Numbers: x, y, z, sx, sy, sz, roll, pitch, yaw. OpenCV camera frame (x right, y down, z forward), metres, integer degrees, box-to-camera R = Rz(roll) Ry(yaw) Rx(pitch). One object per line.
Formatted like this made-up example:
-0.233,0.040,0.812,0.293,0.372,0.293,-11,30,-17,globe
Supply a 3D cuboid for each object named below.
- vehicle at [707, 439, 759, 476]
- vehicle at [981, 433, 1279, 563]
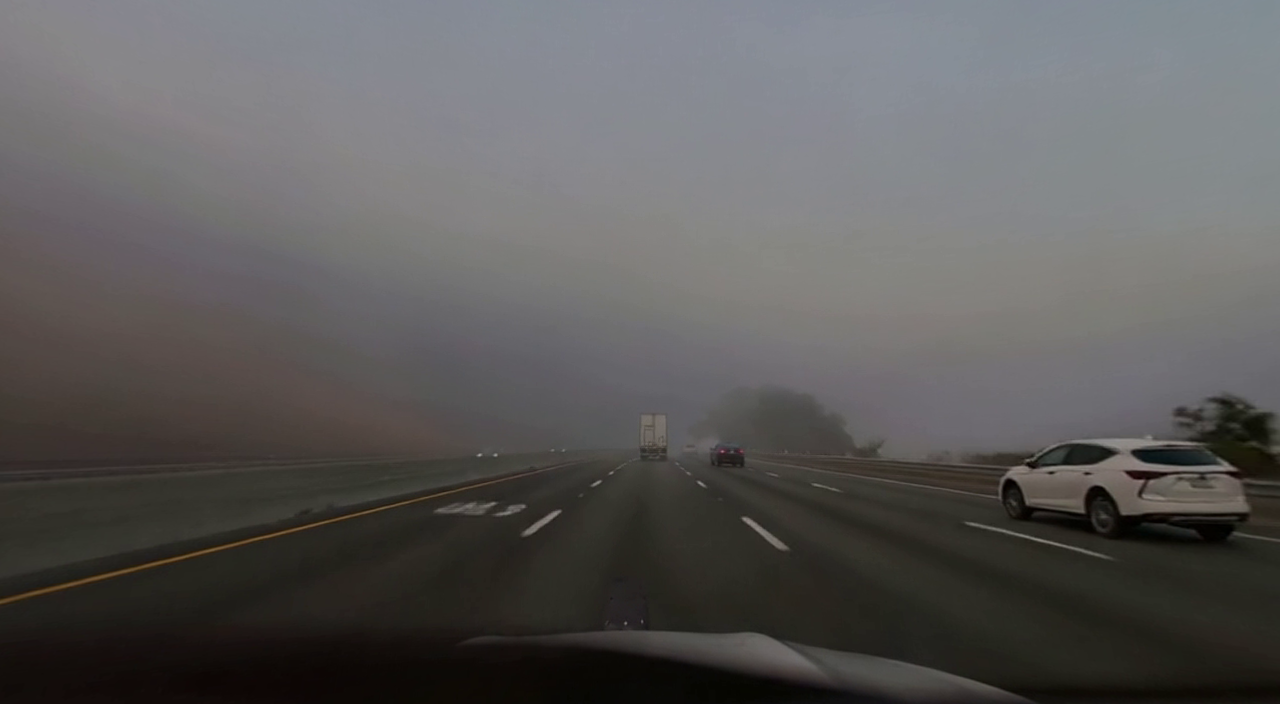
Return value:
4.310,4.940,29.750,1.880,1.624,3.941,0,-8,0,vehicle
7.160,1.961,9.242,1.982,1.440,4.171,0,-8,0,vehicle
